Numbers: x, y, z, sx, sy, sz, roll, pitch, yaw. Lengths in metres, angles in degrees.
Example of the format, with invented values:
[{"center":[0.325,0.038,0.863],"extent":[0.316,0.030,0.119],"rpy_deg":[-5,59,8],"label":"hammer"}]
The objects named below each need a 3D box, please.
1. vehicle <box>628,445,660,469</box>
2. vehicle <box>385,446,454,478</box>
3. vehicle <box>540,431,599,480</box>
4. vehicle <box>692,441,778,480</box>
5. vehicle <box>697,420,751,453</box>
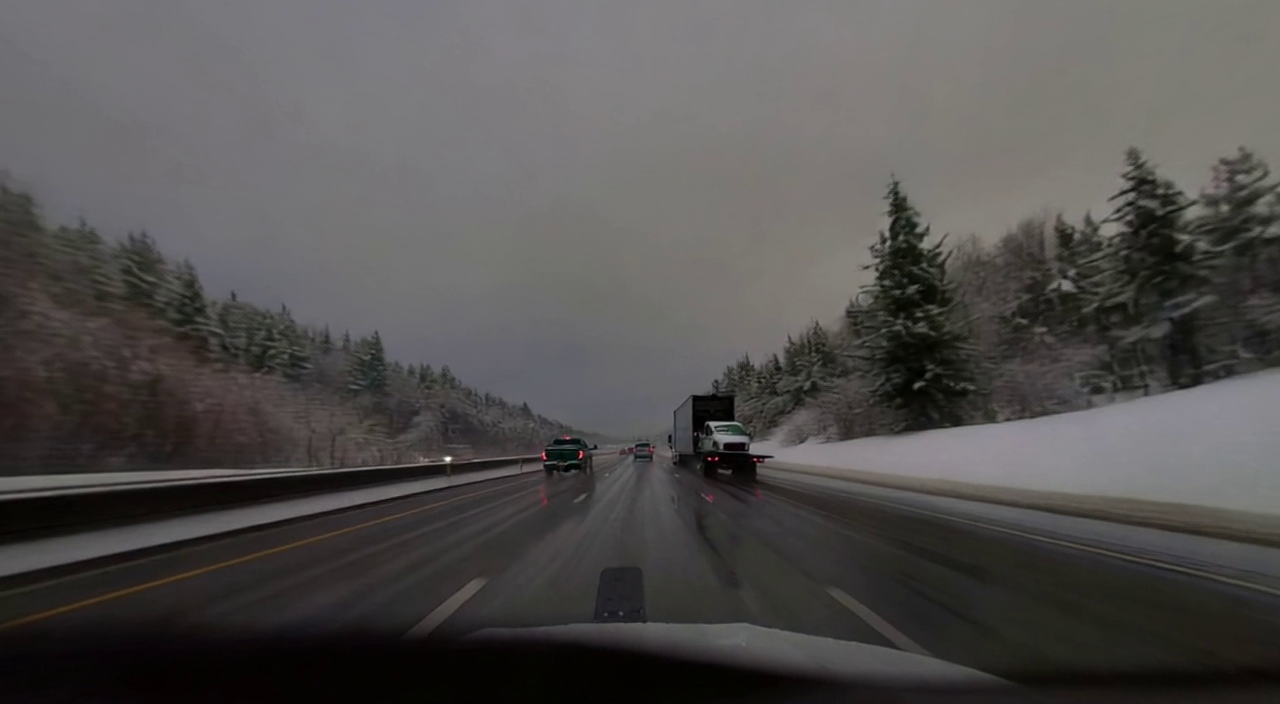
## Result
[{"center":[0.258,7.106,42.698],"extent":[2.086,1.497,3.681],"rpy_deg":[0,-9,0],"label":"vehicle"},{"center":[-10.932,5.464,31.506],"extent":[1.879,1.437,4.183],"rpy_deg":[0,-9,1],"label":"vehicle"},{"center":[-3.148,4.765,29.099],"extent":[2.142,2.044,4.446],"rpy_deg":[0,-9,1],"label":"vehicle"},{"center":[4.232,5.154,30.332],"extent":[2.654,1.574,9.537],"rpy_deg":[0,-9,0],"label":"vehicle"},{"center":[4.108,4.257,31.465],"extent":[1.968,1.547,4.215],"rpy_deg":[0,-9,-2],"label":"vehicle"}]
